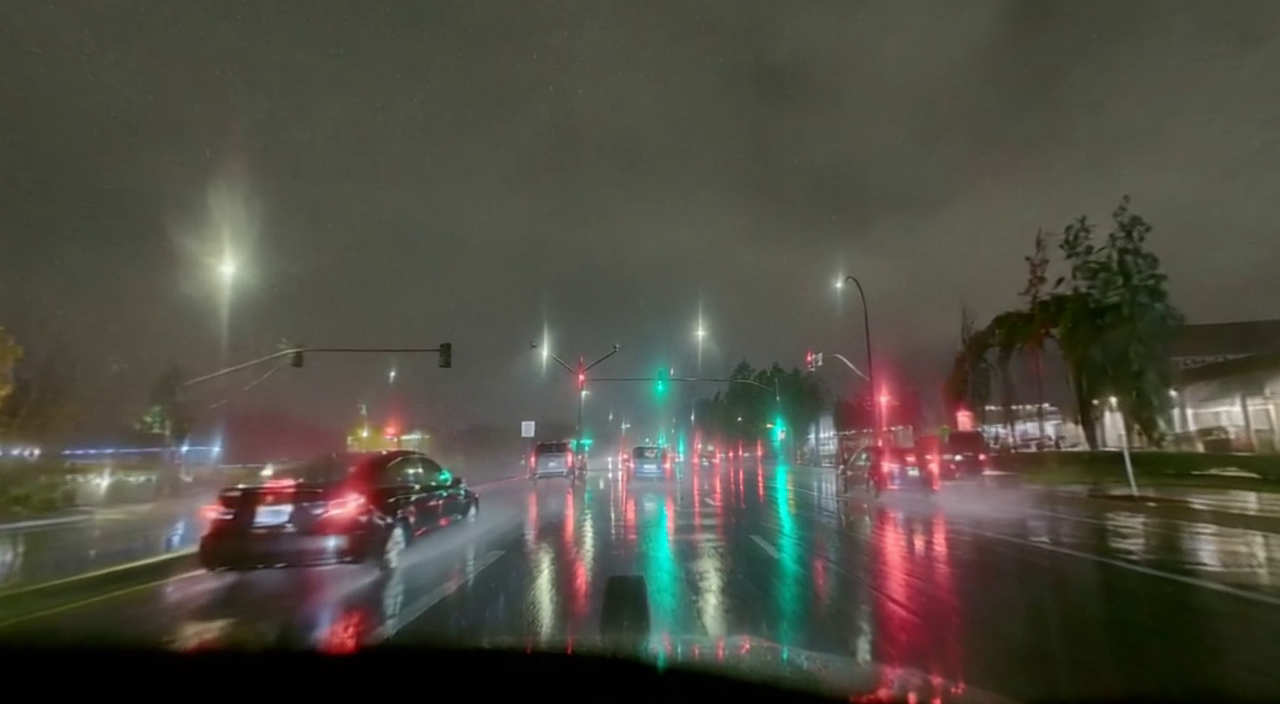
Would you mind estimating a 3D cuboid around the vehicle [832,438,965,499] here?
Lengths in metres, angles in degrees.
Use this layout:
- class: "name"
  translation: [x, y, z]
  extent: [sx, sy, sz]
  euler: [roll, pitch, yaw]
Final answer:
- class: "vehicle"
  translation: [7.165, 3.242, 18.057]
  extent: [1.892, 1.515, 4.400]
  euler: [0, -8, 0]

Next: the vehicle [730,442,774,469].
- class: "vehicle"
  translation: [7.393, 6.851, 41.927]
  extent: [2.044, 1.701, 4.397]
  euler: [0, -8, -1]

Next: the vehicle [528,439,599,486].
- class: "vehicle"
  translation: [-2.916, 4.319, 25.032]
  extent: [2.219, 1.699, 4.090]
  euler: [0, -8, 1]

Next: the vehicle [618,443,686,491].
- class: "vehicle"
  translation: [0.366, 3.851, 21.456]
  extent: [2.096, 1.473, 3.893]
  euler: [0, -8, 0]

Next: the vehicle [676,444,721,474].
- class: "vehicle"
  translation: [3.049, 5.713, 33.880]
  extent: [1.988, 1.528, 4.144]
  euler: [0, -8, 0]

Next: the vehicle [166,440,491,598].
- class: "vehicle"
  translation: [-3.489, 1.911, 8.235]
  extent: [1.938, 1.472, 4.399]
  euler: [0, -8, 1]
